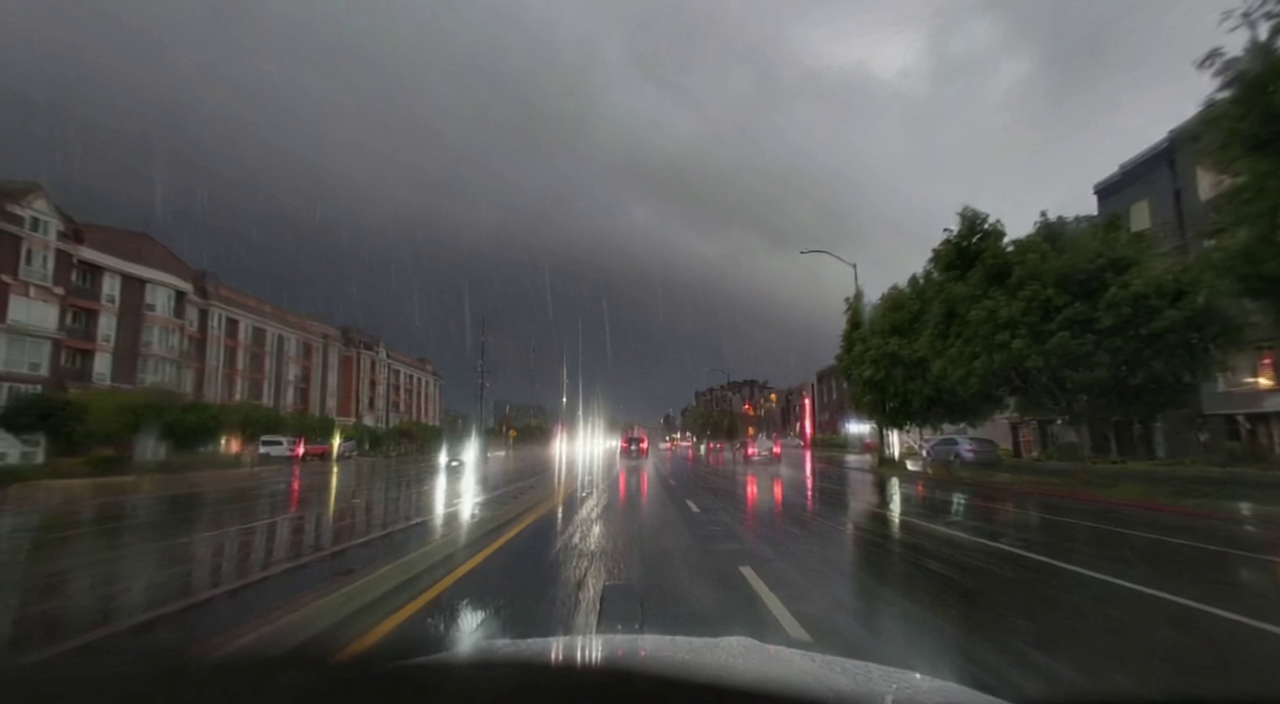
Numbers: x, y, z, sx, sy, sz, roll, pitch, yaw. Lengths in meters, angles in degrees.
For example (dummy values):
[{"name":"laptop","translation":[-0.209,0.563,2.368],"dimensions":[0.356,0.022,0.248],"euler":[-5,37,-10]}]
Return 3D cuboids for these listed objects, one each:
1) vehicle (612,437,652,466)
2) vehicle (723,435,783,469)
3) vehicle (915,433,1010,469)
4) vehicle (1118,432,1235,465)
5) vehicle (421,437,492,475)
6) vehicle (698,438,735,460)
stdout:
[{"name":"vehicle","translation":[-0.431,5.577,35.402],"dimensions":[2.106,1.553,3.964],"euler":[0,-8,0]},{"name":"vehicle","translation":[5.685,5.119,32.352],"dimensions":[2.121,1.557,4.898],"euler":[0,-8,-1]},{"name":"vehicle","translation":[14.996,4.636,29.586],"dimensions":[2.025,1.523,4.581],"euler":[0,-8,0]},{"name":"vehicle","translation":[27.158,4.902,32.097],"dimensions":[2.138,1.542,4.671],"euler":[-1,-9,5]},{"name":"vehicle","translation":[-8.684,4.973,30.241],"dimensions":[2.010,1.674,4.484],"euler":[0,-8,1]},{"name":"vehicle","translation":[5.688,7.245,47.183],"dimensions":[2.154,1.554,4.149],"euler":[0,-8,-2]}]
